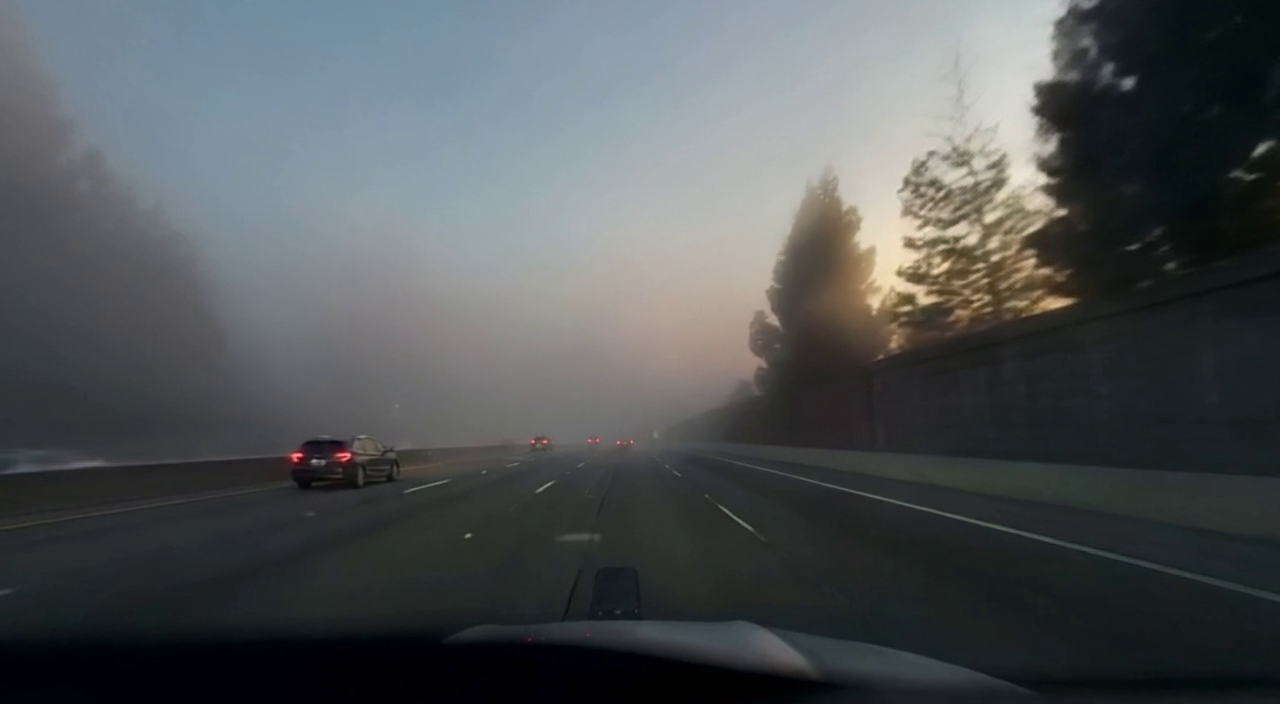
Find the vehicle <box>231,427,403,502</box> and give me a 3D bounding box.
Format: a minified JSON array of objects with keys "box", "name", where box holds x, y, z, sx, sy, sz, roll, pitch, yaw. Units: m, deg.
[{"box":[-7.474,2.617,15.142,1.972,1.532,4.222,0,-8,-1],"name":"vehicle"}]
